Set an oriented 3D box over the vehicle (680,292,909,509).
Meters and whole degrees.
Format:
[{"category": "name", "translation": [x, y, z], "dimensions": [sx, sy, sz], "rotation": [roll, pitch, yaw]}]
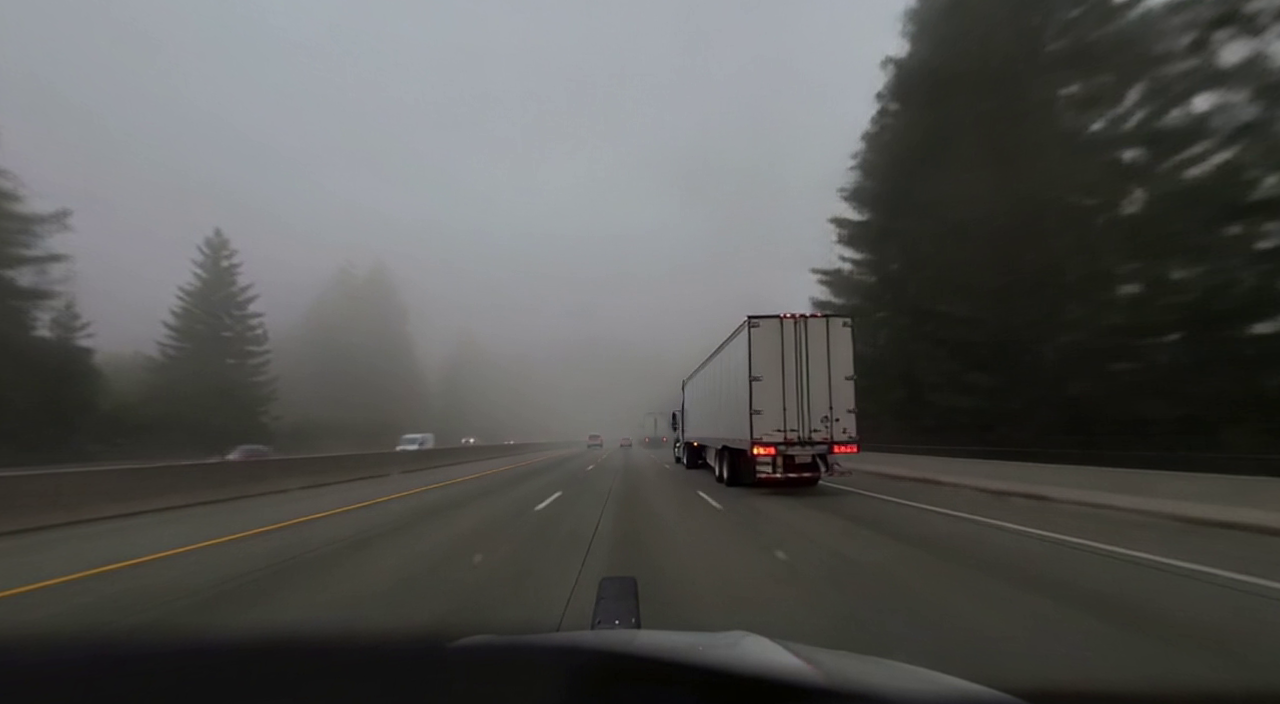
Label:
[{"category": "vehicle", "translation": [3.304, 1.821, 18.889], "dimensions": [2.905, 4.080, 14.157], "rotation": [0, -8, -2]}]
